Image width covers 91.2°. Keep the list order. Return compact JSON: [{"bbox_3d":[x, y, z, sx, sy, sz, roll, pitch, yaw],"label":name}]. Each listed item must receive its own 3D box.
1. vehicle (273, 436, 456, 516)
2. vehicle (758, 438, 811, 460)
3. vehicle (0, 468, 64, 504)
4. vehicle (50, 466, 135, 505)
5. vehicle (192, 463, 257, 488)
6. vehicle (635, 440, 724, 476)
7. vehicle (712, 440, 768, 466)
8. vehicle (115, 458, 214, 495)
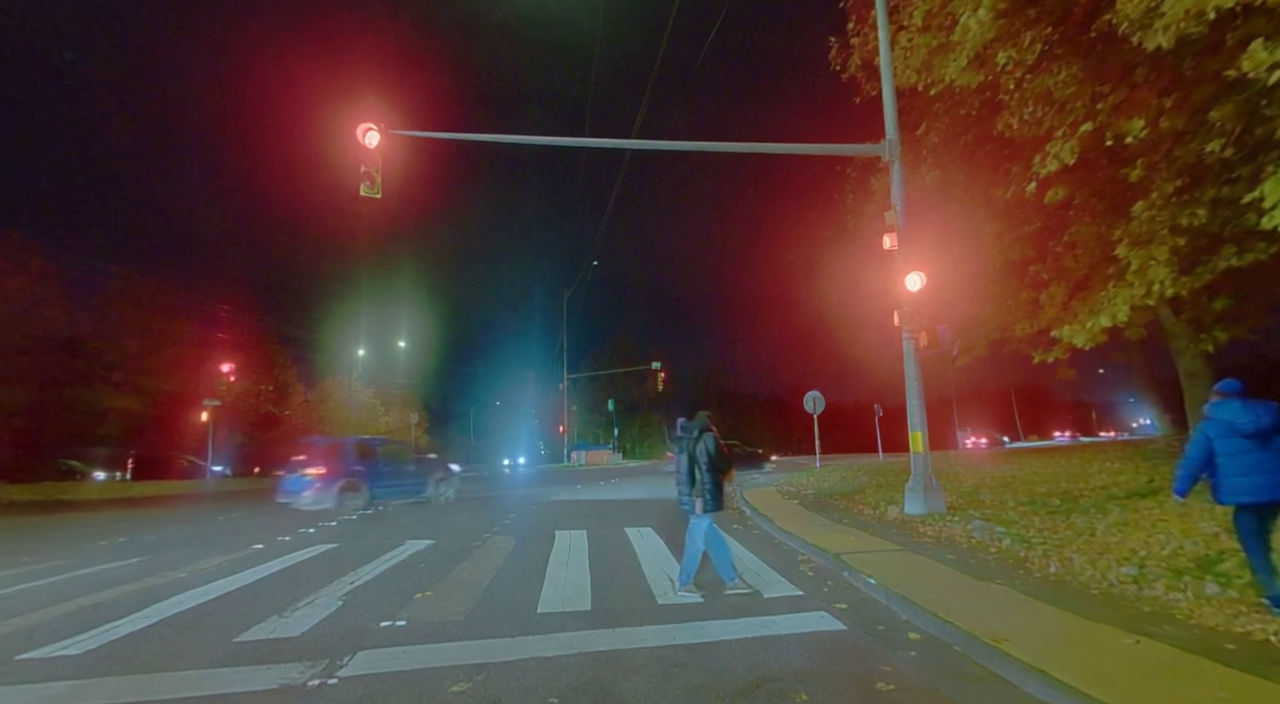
[{"bbox_3d":[-7.780,3.456,18.043,2.001,1.988,4.281,-8,-11,39],"label":"vehicle"},{"bbox_3d":[11.462,7.646,49.381,1.979,1.659,4.907,-8,-11,39],"label":"vehicle"},{"bbox_3d":[-30.326,6.443,30.324,1.800,1.520,3.968,2,-9,-14],"label":"vehicle"},{"bbox_3d":[-25.429,6.156,29.282,1.694,1.528,4.225,3,-9,-24],"label":"vehicle"},{"bbox_3d":[-28.544,8.479,43.168,1.768,1.465,3.972,0,-9,-1],"label":"vehicle"},{"bbox_3d":[2.018,5.134,30.520,1.915,1.586,4.734,-7,-11,38],"label":"vehicle"},{"bbox_3d":[7.034,7.055,43.946,1.867,1.743,4.259,-8,-11,39],"label":"vehicle"},{"bbox_3d":[-27.850,7.264,36.948,2.064,1.913,5.081,0,-9,-3],"label":"vehicle"}]
